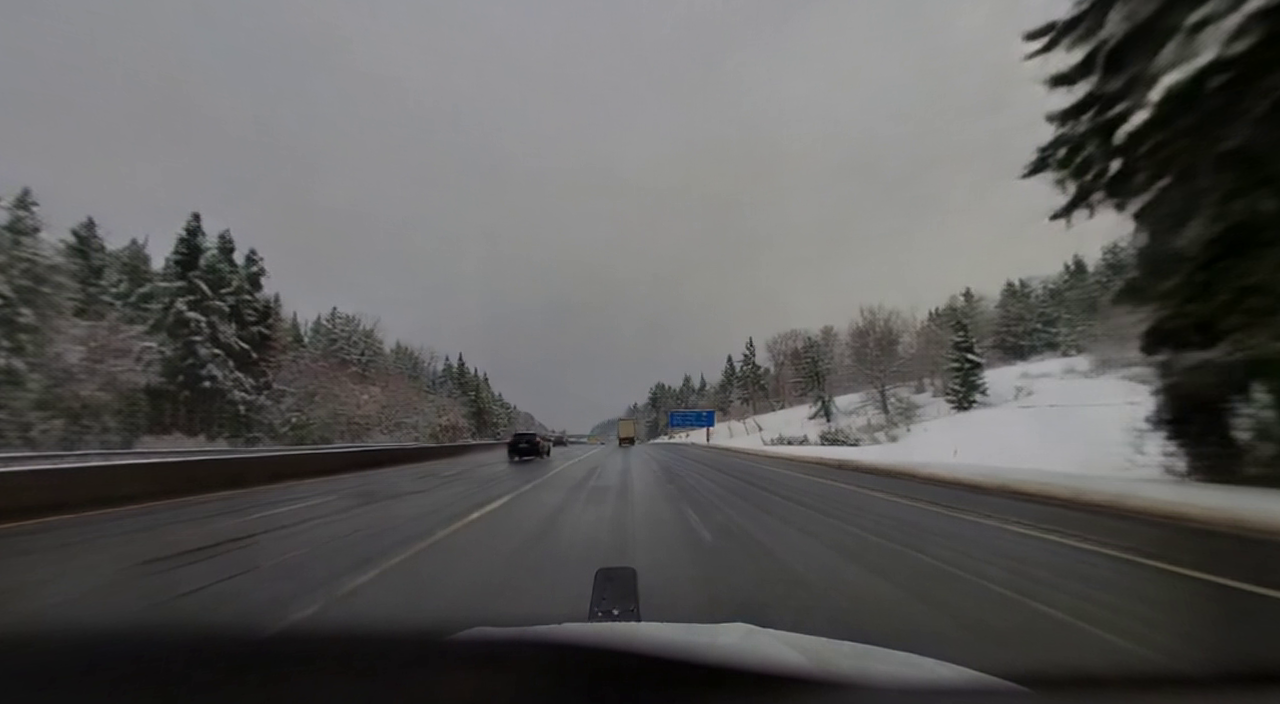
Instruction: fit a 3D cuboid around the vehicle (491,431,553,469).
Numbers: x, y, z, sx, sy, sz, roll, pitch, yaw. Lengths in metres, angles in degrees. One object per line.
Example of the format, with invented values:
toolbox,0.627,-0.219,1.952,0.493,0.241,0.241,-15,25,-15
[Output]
vehicle,-4.892,4.090,26.630,1.912,1.495,3.703,0,-7,-1
